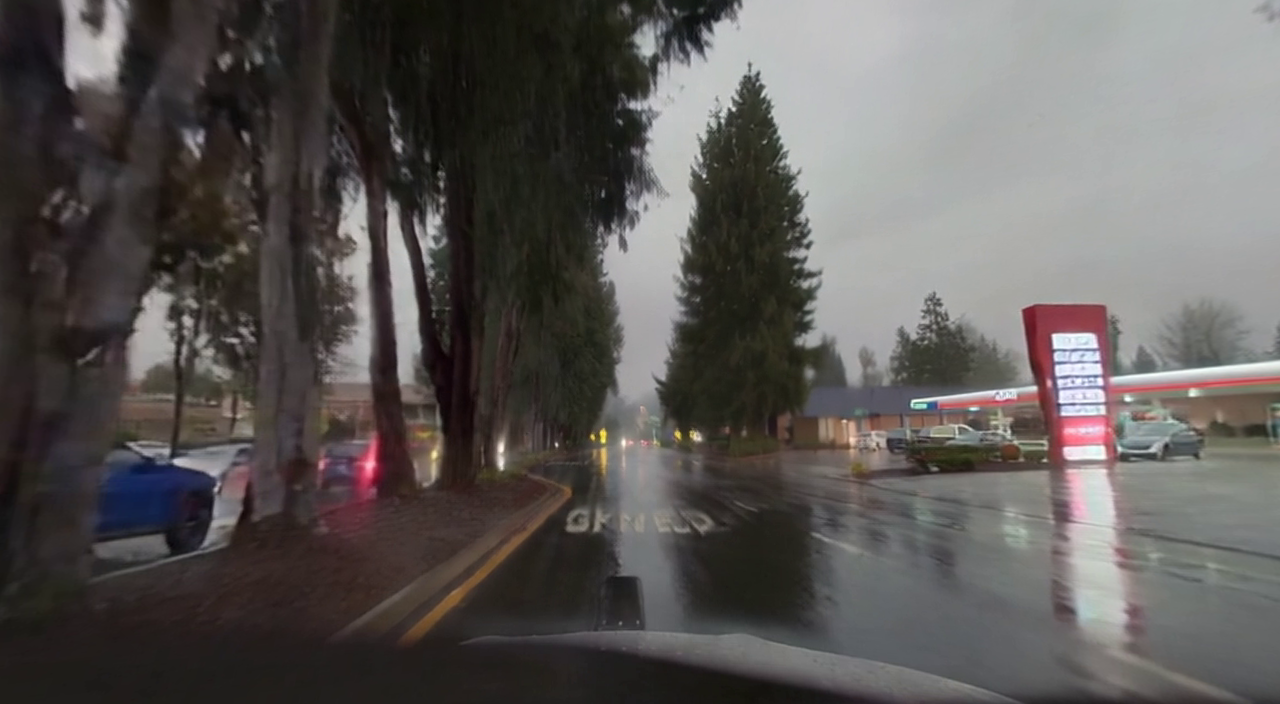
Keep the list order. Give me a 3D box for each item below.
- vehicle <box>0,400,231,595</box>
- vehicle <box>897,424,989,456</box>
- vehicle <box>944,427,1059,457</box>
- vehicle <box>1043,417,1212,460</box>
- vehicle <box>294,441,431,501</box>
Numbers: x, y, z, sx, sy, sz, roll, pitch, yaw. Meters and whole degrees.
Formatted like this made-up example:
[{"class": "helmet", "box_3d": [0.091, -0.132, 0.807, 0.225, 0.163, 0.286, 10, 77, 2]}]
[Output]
[{"class": "vehicle", "box_3d": [-6.857, 1.494, 6.878, 1.987, 1.747, 4.545, 0, -9, -4]}, {"class": "vehicle", "box_3d": [18.015, 5.225, 37.694, 4.422, 1.586, 1.990, -2, -7, -3]}, {"class": "vehicle", "box_3d": [18.725, 4.693, 32.856, 4.800, 1.459, 2.051, 1, -9, -4]}, {"class": "vehicle", "box_3d": [19.207, 3.445, 25.064, 4.868, 1.610, 2.223, 0, -9, -2]}, {"class": "vehicle", "box_3d": [-7.554, 3.258, 17.778, 1.982, 1.465, 4.376, 0, -9, -2]}]
